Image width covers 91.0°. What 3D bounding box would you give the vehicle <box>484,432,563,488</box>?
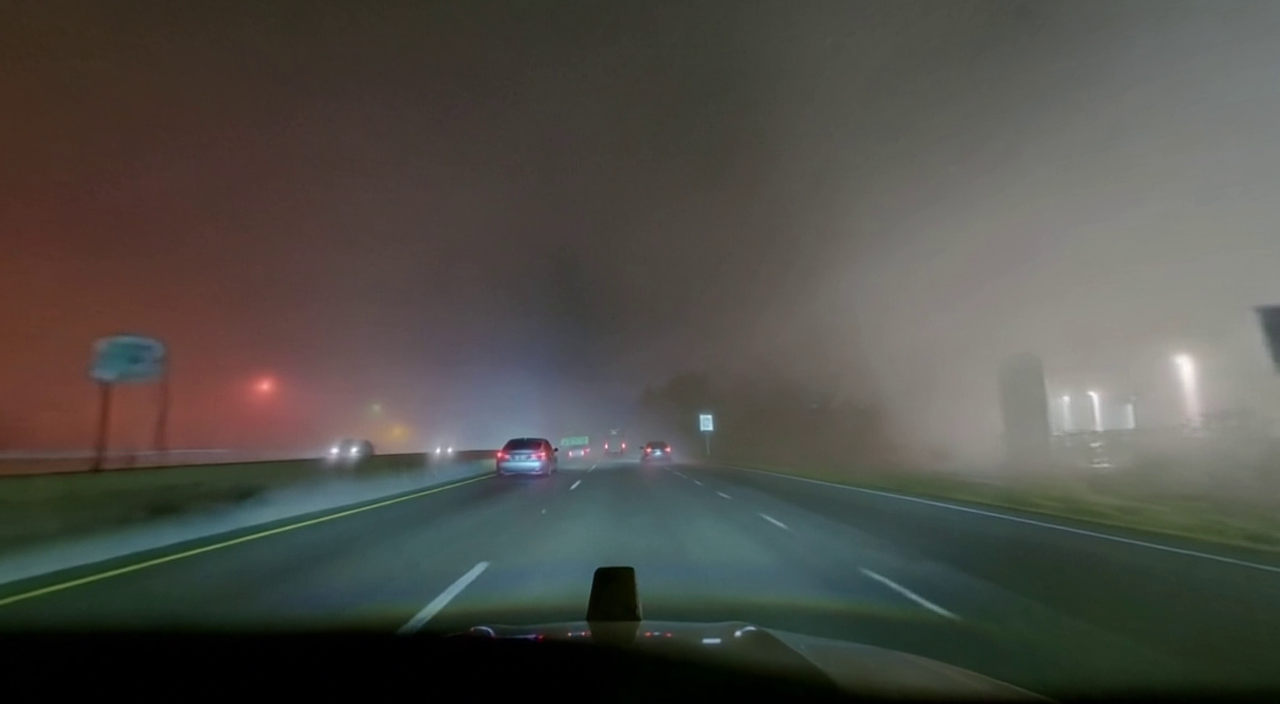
[{"bbox_3d":[-3.935,3.720,22.107,2.080,1.733,4.410,0,-8,-2],"label":"vehicle"}]

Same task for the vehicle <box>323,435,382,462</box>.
[{"bbox_3d":[-18.017,6.057,39.663,1.982,1.612,4.185,0,-8,-4],"label":"vehicle"}]

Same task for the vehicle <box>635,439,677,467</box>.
[{"bbox_3d":[0.912,6.171,38.723,2.078,1.608,3.982,0,-8,-6],"label":"vehicle"}]
